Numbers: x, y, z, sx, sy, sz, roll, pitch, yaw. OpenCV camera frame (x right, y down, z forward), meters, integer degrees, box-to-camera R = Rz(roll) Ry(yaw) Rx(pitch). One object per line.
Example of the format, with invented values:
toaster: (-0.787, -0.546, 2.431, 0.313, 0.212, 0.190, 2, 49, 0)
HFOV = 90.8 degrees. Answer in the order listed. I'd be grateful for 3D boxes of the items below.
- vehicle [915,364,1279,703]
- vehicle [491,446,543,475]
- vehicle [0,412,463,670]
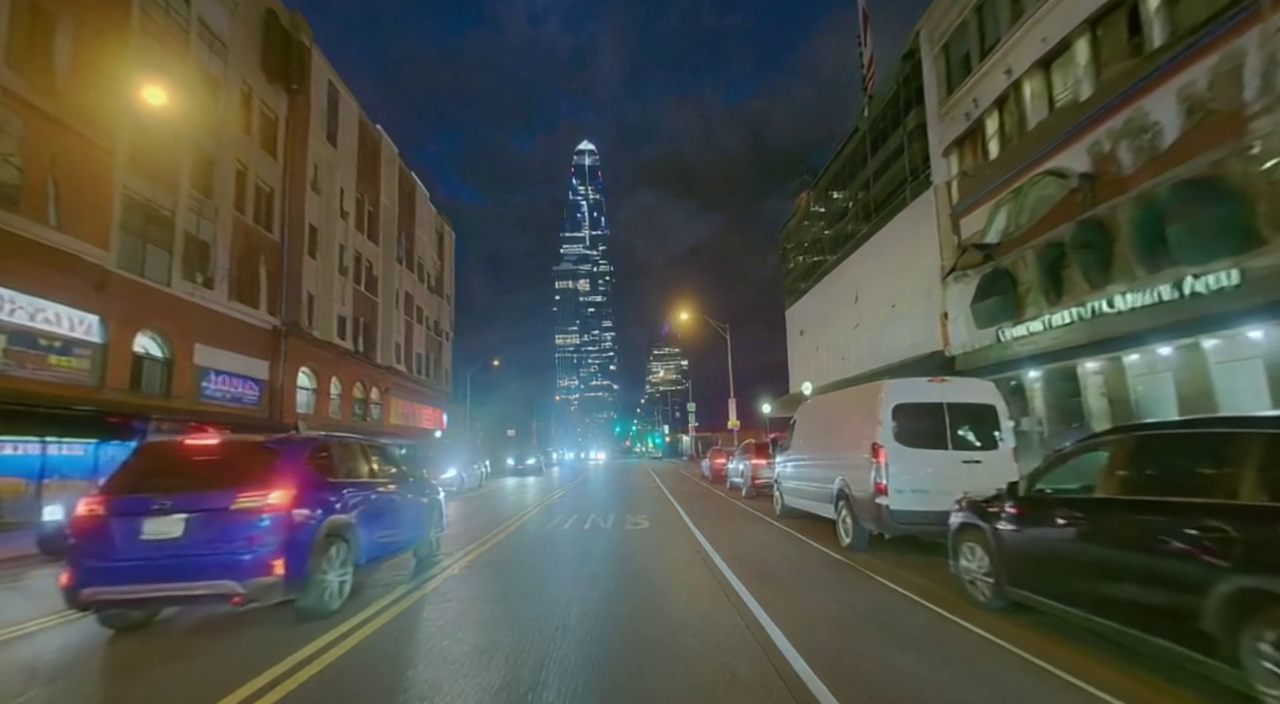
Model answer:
vehicle: (3.897, 1.099, 3.860, 2.040, 1.790, 5.044, 0, -8, -2)
vehicle: (-6.897, 6.124, 35.998, 1.993, 1.484, 4.812, 0, -8, 0)
vehicle: (-3.285, 1.481, 6.147, 2.024, 1.579, 4.300, 0, -8, -2)
